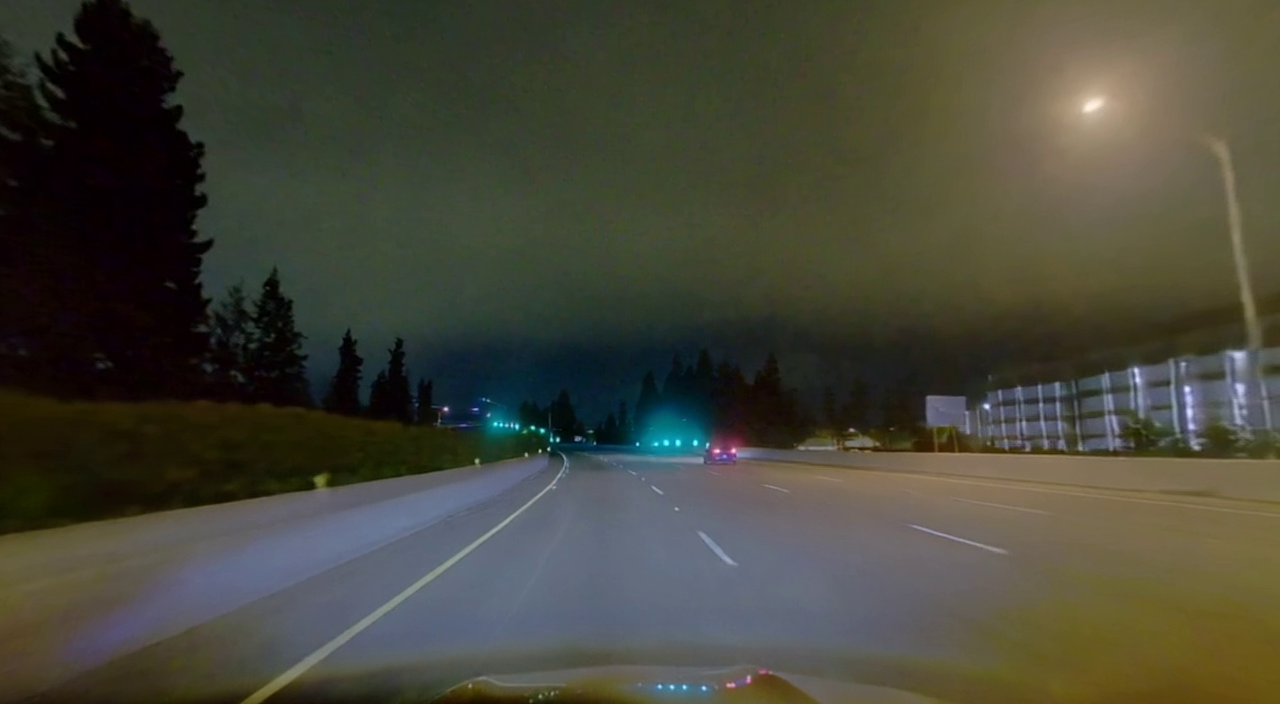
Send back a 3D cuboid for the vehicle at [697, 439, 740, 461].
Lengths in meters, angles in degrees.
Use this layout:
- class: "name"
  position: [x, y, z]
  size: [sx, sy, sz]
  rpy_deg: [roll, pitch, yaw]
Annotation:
- class: "vehicle"
  position: [5.616, 7.087, 45.515]
  size: [1.908, 1.483, 4.474]
  rpy_deg: [1, -9, -8]
